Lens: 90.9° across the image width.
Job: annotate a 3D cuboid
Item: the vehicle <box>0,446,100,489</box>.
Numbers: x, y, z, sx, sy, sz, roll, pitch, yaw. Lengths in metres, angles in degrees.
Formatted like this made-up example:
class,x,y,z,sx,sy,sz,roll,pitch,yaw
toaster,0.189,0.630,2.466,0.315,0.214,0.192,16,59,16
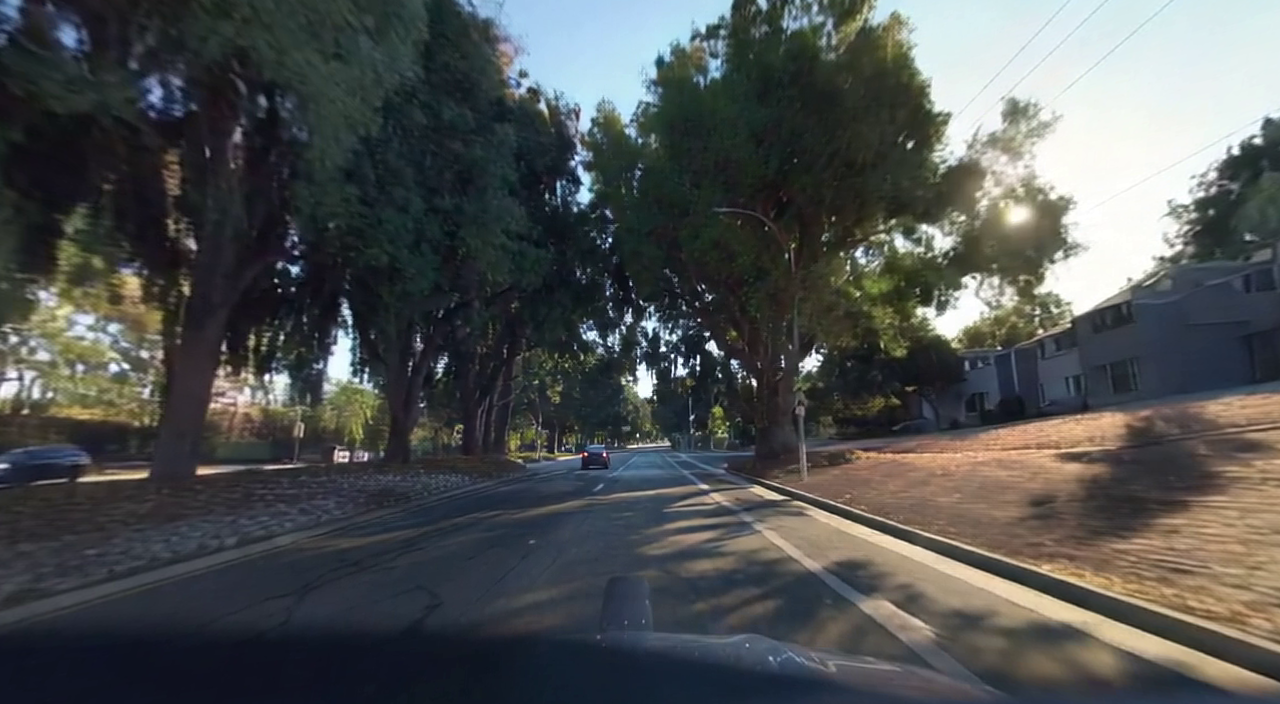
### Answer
class,x,y,z,sx,sy,sz,roll,pitch,yaw
vehicle,-23.576,4.337,23.993,1.848,1.520,4.593,-1,-8,1

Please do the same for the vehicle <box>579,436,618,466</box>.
class,x,y,z,sx,sy,sz,roll,pitch,yaw
vehicle,-2.485,6.066,38.679,2.016,1.694,4.335,-1,-8,1
